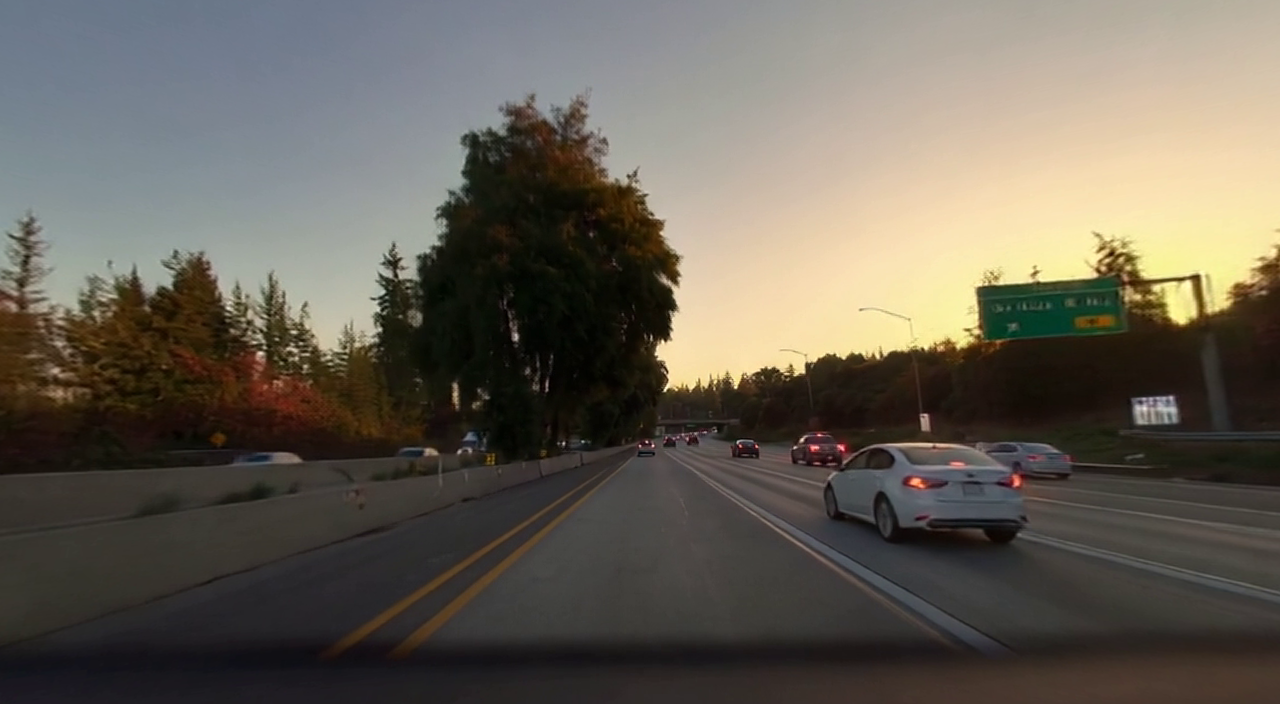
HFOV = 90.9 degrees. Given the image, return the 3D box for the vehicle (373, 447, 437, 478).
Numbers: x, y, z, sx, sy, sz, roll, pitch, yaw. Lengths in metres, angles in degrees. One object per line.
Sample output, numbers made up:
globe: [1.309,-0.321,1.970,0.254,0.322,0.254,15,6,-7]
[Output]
vehicle: [-12.839,6.022,34.727,1.875,1.591,4.102,0,-9,0]

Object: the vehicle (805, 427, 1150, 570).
vehicle: [4.233,1.924,9.239,2.223,1.483,5.075,0,-9,0]

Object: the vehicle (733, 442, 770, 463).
vehicle: [8.152,7.421,46.567,1.919,1.476,4.303,0,-9,-1]

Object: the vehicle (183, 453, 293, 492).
vehicle: [-17.462,5.222,27.737,1.882,1.477,4.563,0,-9,-1]
